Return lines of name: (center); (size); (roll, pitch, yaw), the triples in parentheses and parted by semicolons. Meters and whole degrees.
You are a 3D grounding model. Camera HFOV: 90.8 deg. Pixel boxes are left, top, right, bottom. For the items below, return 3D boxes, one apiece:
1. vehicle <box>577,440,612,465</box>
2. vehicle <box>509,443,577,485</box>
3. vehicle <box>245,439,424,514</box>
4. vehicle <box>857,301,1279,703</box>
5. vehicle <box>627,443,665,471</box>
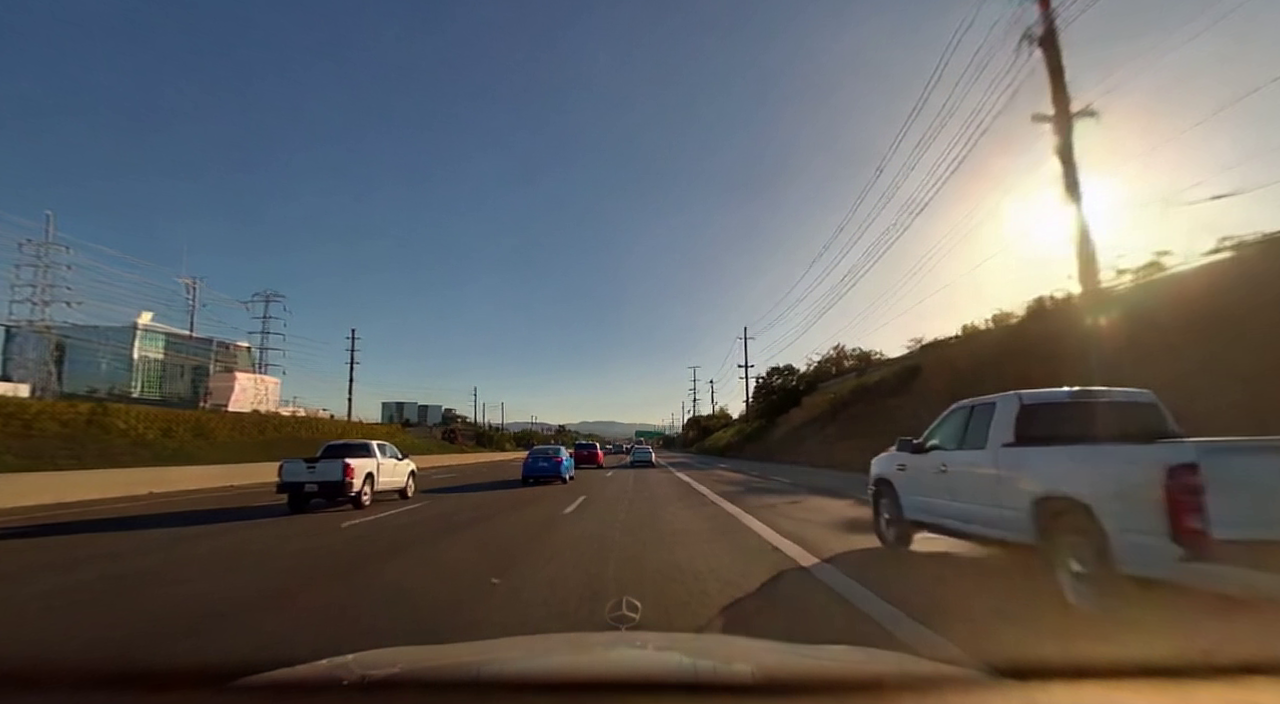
vehicle: (-3.370, 7.533, 47.361); (2.244, 1.752, 4.439); (0, -9, 0)
vehicle: (-3.629, 4.278, 24.432); (1.938, 1.444, 4.206); (0, -9, 0)
vehicle: (-7.019, 2.886, 15.216); (1.959, 1.496, 4.740); (0, -9, 0)
vehicle: (3.927, 1.089, 5.349); (2.231, 1.919, 5.086); (0, -9, -2)
vehicle: (0.346, 5.954, 35.894); (2.030, 1.471, 4.115); (0, -9, 0)
